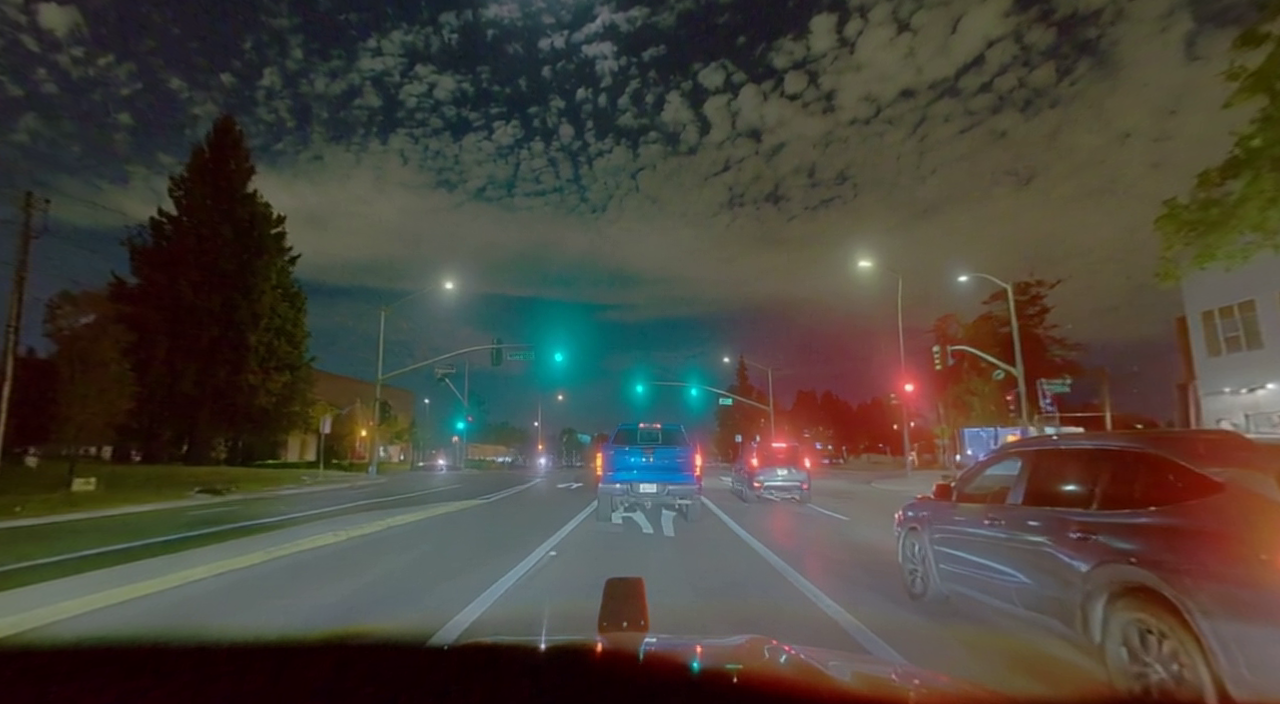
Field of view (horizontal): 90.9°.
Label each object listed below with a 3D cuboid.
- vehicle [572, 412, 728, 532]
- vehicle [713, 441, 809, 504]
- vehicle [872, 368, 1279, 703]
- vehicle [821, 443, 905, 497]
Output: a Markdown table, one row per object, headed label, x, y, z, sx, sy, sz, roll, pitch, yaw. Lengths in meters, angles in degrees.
| label | x | y | z | sx | sy | sz | roll | pitch | yaw |
| --- | --- | --- | --- | --- | --- | --- | --- | --- | --- |
| vehicle | 0.149 | 2.440 | 13.461 | 2.636 | 2.011 | 5.425 | 0 | -8 | 0 |
| vehicle | 3.434 | 3.510 | 18.822 | 1.957 | 1.646 | 4.355 | 0 | -8 | 0 |
| vehicle | 3.280 | 1.064 | 3.288 | 2.155 | 1.667 | 5.162 | 0 | -8 | 0 |
| vehicle | 8.176 | 4.319 | 23.595 | 2.080 | 1.805 | 4.490 | -1 | -9 | 8 |
